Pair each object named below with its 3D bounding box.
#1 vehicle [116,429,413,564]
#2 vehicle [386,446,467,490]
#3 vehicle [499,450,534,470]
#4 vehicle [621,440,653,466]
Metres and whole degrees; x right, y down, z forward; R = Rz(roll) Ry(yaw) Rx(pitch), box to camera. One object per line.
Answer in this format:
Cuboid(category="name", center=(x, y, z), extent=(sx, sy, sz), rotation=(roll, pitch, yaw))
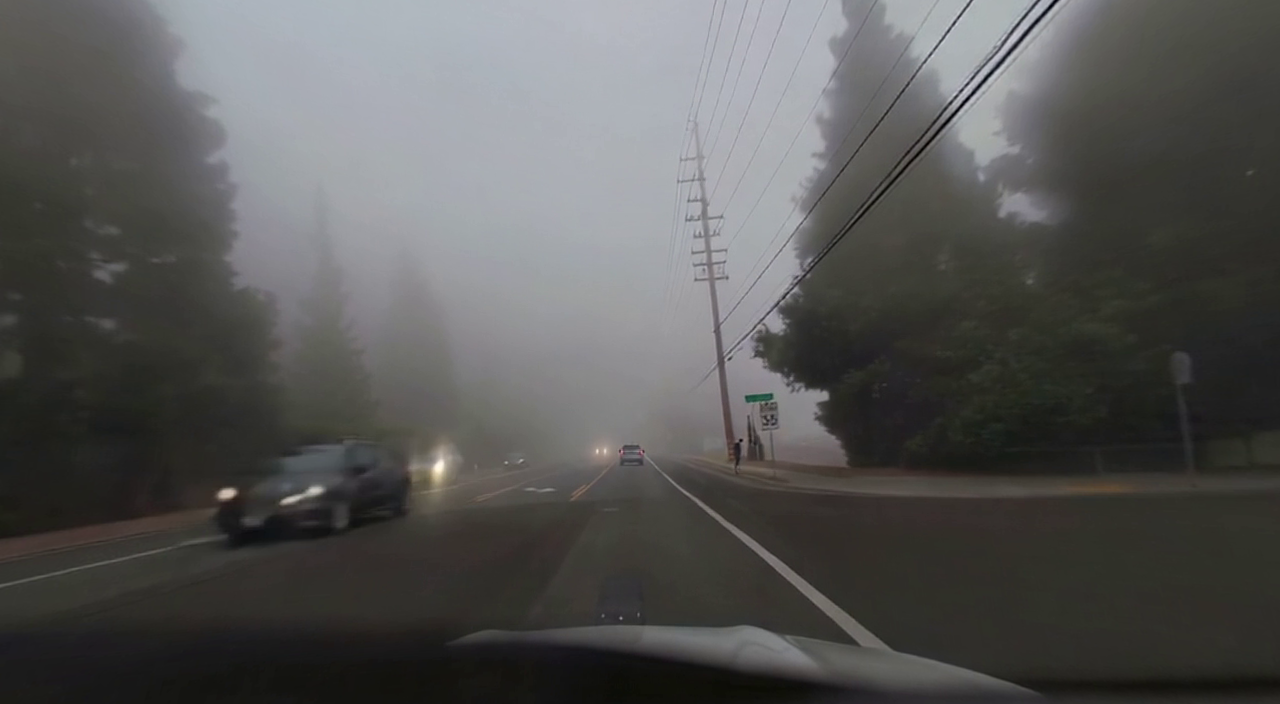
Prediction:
Cuboid(category="vehicle", center=(-5.828, 2.256, 10.780), extent=(2.143, 1.735, 4.737), rotation=(-1, -8, 0))
Cuboid(category="vehicle", center=(-9.309, 5.046, 27.972), extent=(2.084, 1.760, 4.438), rotation=(0, -8, -1))
Cuboid(category="vehicle", center=(-9.474, 8.284, 48.631), extent=(1.867, 1.456, 4.251), rotation=(-1, -8, 0))
Cuboid(category="vehicle", center=(-0.252, 7.204, 45.207), extent=(2.163, 1.746, 4.073), rotation=(0, -8, -1))
